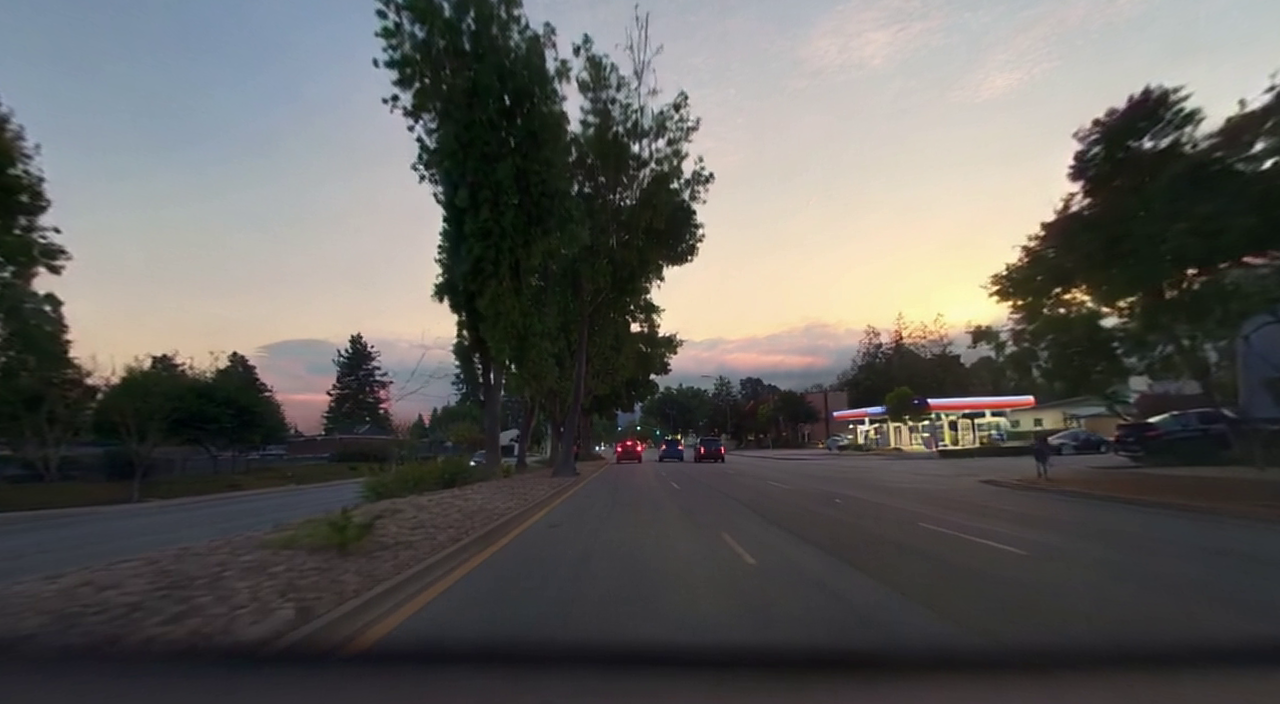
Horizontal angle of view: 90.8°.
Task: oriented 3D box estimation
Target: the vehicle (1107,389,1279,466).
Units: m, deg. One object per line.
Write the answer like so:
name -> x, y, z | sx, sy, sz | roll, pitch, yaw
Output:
vehicle -> 29.046, 3.997, 33.099 | 8.711, 3.678, 2.870 | 3, -9, -21

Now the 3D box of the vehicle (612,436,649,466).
vehicle -> -0.644, 6.421, 41.163 | 2.261, 1.820, 4.255 | 0, -8, -2

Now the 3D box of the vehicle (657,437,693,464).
vehicle -> 2.402, 6.910, 44.393 | 2.140, 1.800, 4.660 | 0, -8, -2

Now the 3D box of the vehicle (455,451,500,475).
vehicle -> -11.160, 7.670, 43.722 | 2.052, 1.503, 4.559 | 0, -8, -1

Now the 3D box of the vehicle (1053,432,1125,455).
vehicle -> 30.656, 6.242, 43.077 | 4.663, 1.485, 1.991 | 4, -10, -28
